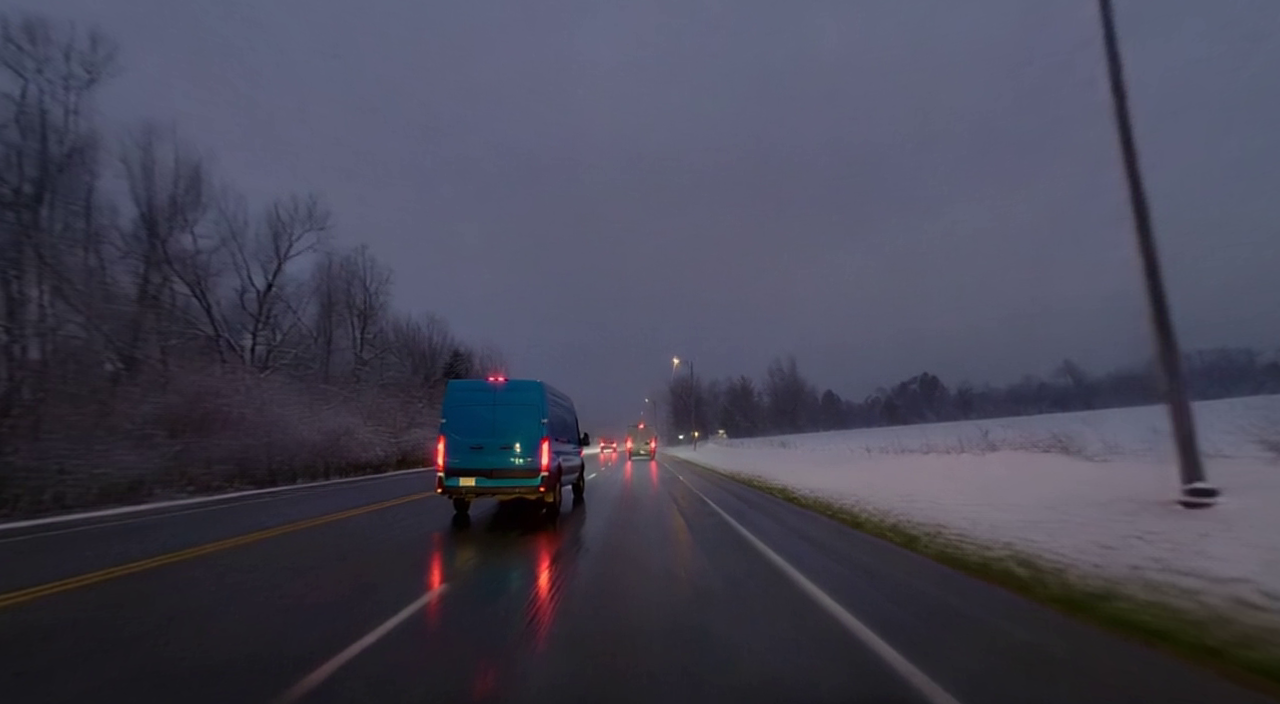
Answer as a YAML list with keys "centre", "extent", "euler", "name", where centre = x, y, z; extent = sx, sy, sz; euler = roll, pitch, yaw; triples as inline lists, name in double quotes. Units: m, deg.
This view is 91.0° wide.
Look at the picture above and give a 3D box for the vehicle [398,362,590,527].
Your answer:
- centre: [-2.573, 1.911, 13.182]
  extent: [2.497, 2.628, 6.016]
  euler: [0, -8, 1]
  name: "vehicle"
